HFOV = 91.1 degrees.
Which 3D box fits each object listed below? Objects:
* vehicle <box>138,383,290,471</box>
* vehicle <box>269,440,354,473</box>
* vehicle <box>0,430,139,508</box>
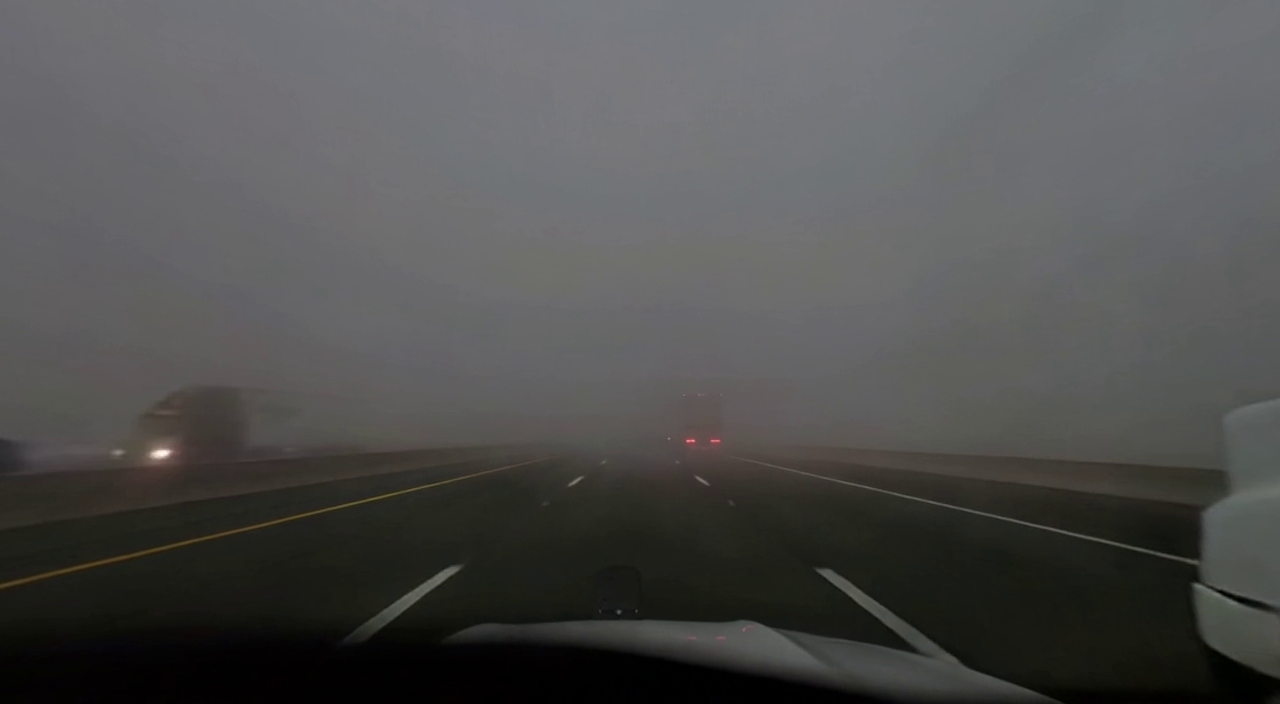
[{"bbox_3d":[-20.344,3.701,30.599,2.996,3.848,6.056,0,-8,0],"label":"vehicle"},{"bbox_3d":[-16.168,5.129,31.188,1.835,1.485,4.359,0,-8,0],"label":"vehicle"},{"bbox_3d":[-13.737,2.517,13.835,1.847,1.544,4.263,0,-8,1],"label":"vehicle"}]
